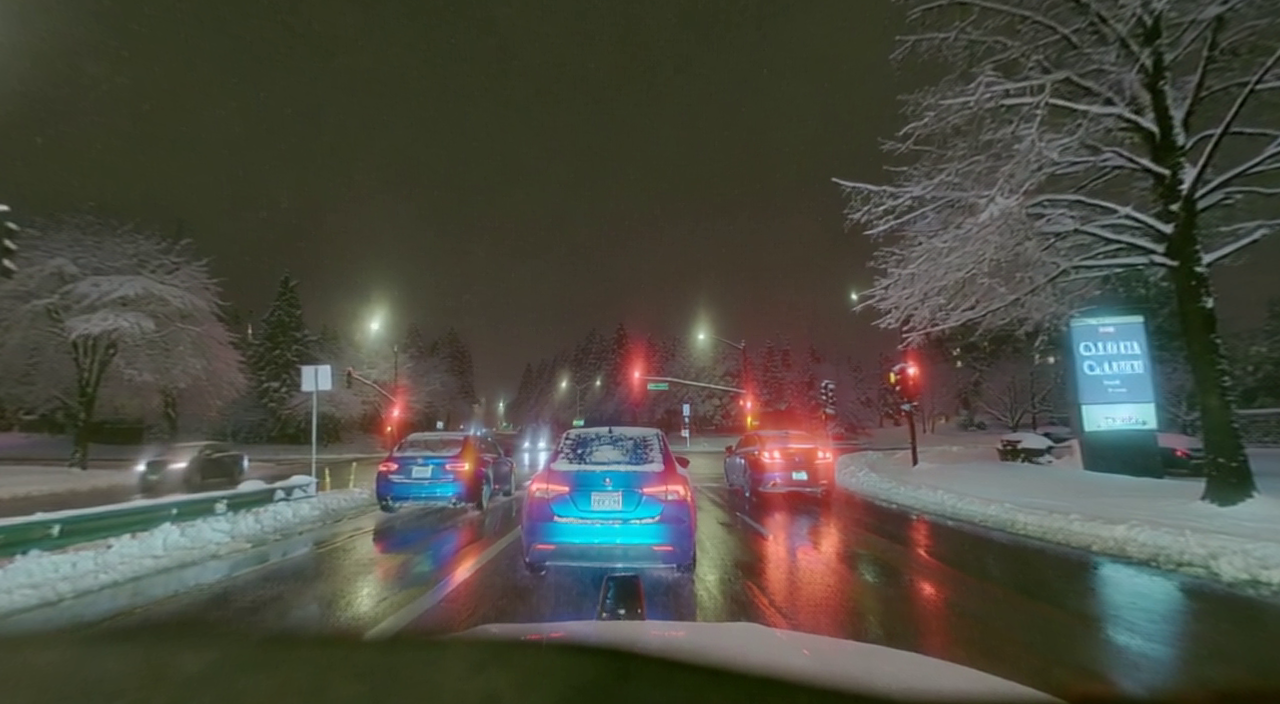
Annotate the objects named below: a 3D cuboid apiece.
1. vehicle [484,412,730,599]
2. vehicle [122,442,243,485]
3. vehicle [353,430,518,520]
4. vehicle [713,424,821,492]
[{"bbox_3d":[-0.366,1.583,7.430,2.045,1.533,4.183,0,-8,-3],"label":"vehicle"},{"bbox_3d":[-20.180,4.896,28.169,1.982,1.712,4.511,0,-8,0],"label":"vehicle"},{"bbox_3d":[-3.720,2.300,12.300,1.998,1.452,3.773,0,-8,-1],"label":"vehicle"},{"bbox_3d":[3.429,2.974,17.993,2.028,1.678,4.220,0,-8,-2],"label":"vehicle"}]
